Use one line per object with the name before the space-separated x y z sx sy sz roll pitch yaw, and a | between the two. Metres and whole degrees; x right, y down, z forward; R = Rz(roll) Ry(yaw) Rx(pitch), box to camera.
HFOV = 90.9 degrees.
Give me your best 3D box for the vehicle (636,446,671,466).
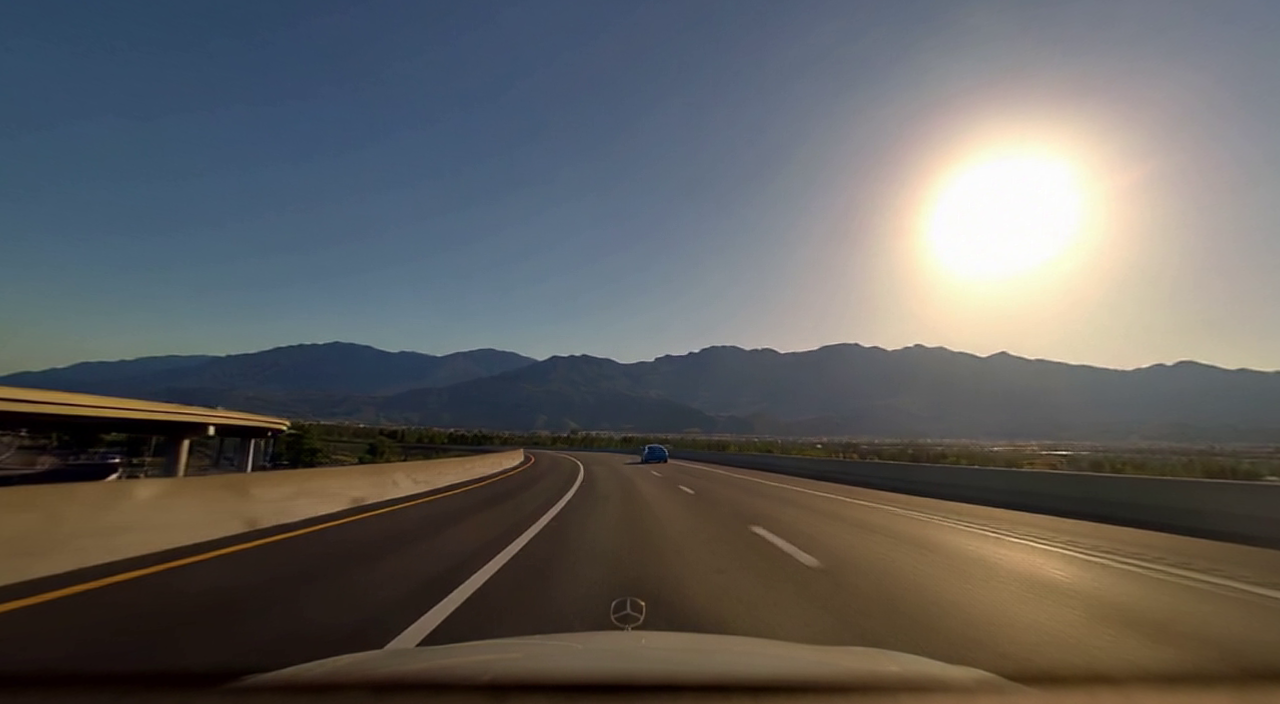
vehicle | 0.973 8.131 49.463 1.985 1.440 4.466 1 -9 -9
